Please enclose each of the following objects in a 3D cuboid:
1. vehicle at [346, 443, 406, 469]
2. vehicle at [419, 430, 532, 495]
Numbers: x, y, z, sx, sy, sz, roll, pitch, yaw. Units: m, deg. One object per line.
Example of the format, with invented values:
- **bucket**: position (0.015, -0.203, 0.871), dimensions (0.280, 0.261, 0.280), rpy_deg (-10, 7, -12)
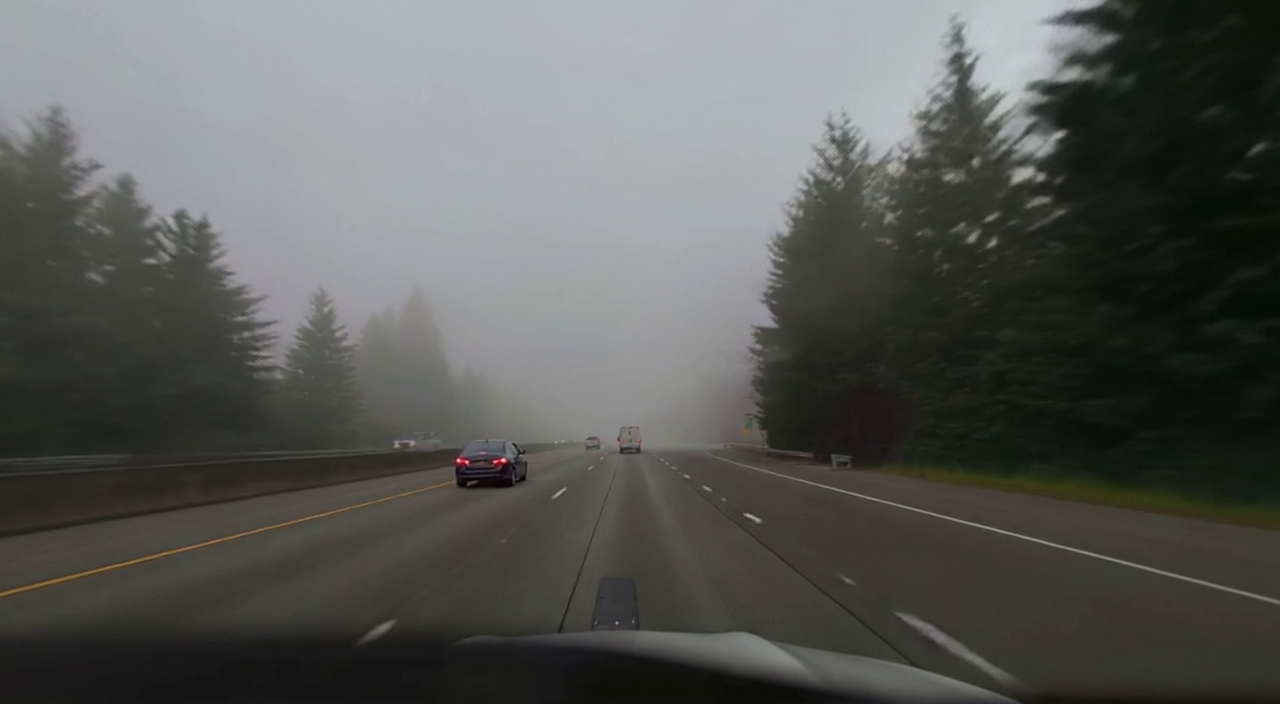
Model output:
- **vehicle**: position (-16.870, 6.630, 40.520), dimensions (2.184, 1.556, 3.963), rpy_deg (0, -8, -1)
- **vehicle**: position (-4.226, 2.889, 16.870), dimensions (1.950, 1.511, 3.965), rpy_deg (0, -8, 0)
